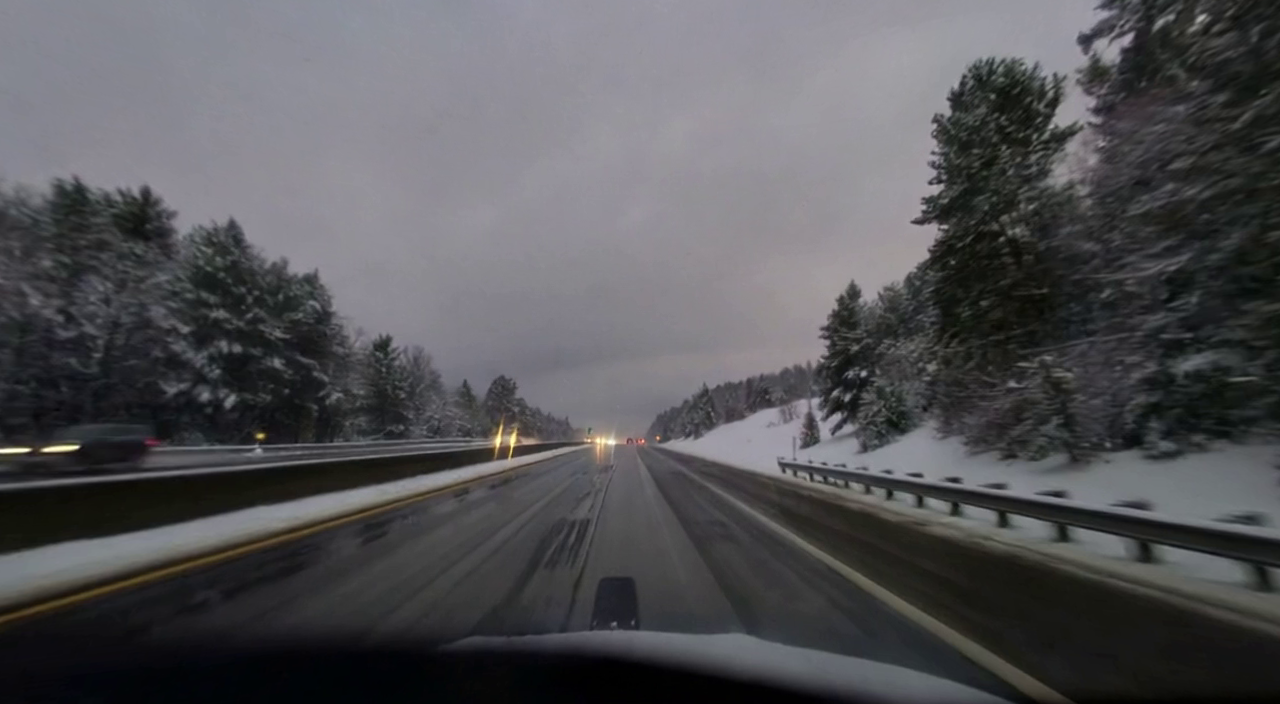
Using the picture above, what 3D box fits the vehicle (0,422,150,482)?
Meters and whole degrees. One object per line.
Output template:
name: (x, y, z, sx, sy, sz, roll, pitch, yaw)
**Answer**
vehicle: (-17.985, 3.087, 19.561, 1.895, 1.631, 4.521, 0, -8, -1)
